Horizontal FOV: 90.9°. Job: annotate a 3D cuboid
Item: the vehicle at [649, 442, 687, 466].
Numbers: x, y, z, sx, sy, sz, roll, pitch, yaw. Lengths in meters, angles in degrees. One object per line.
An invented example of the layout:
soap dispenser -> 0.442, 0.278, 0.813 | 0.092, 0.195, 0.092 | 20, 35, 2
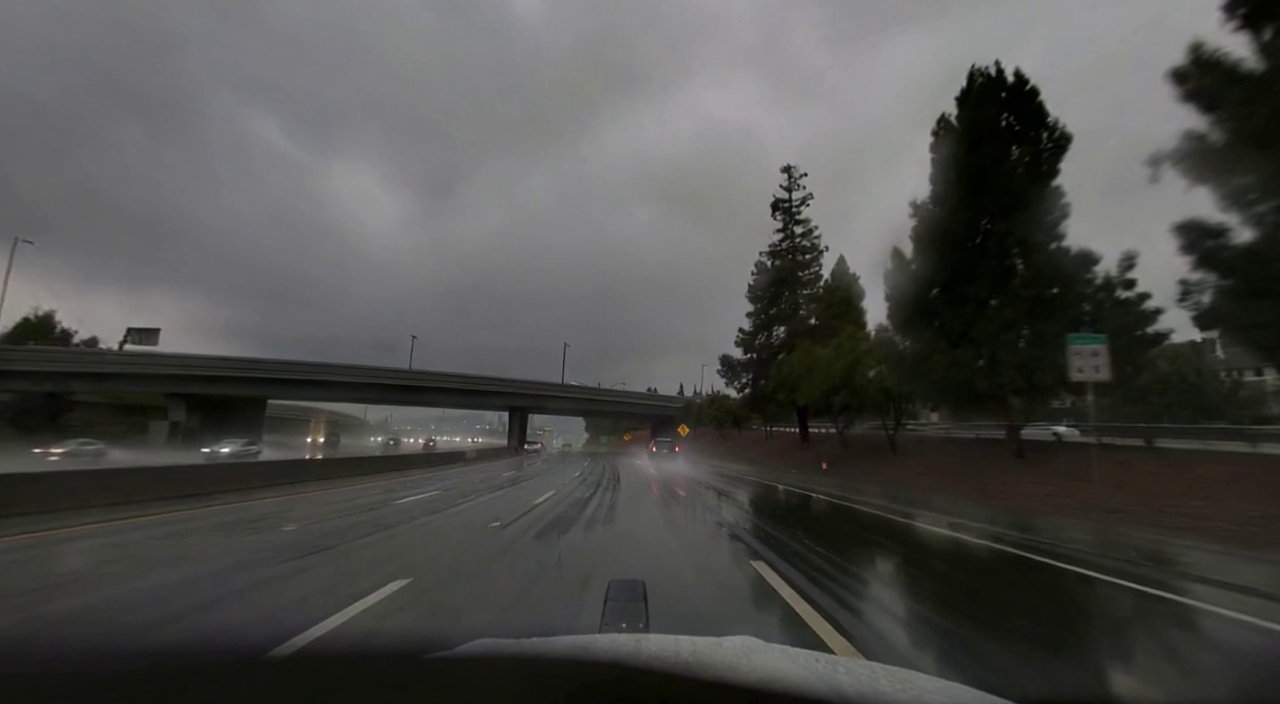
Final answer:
vehicle -> 1.854, 6.905, 43.032 | 2.059, 1.509, 4.670 | 1, -8, -4

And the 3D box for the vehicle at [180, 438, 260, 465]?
vehicle -> -27.093, 6.440, 40.900 | 2.019, 1.636, 4.858 | 0, -8, -3

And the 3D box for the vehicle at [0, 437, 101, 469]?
vehicle -> -38.071, 6.420, 40.383 | 2.152, 1.903, 5.882 | 0, -8, -3
